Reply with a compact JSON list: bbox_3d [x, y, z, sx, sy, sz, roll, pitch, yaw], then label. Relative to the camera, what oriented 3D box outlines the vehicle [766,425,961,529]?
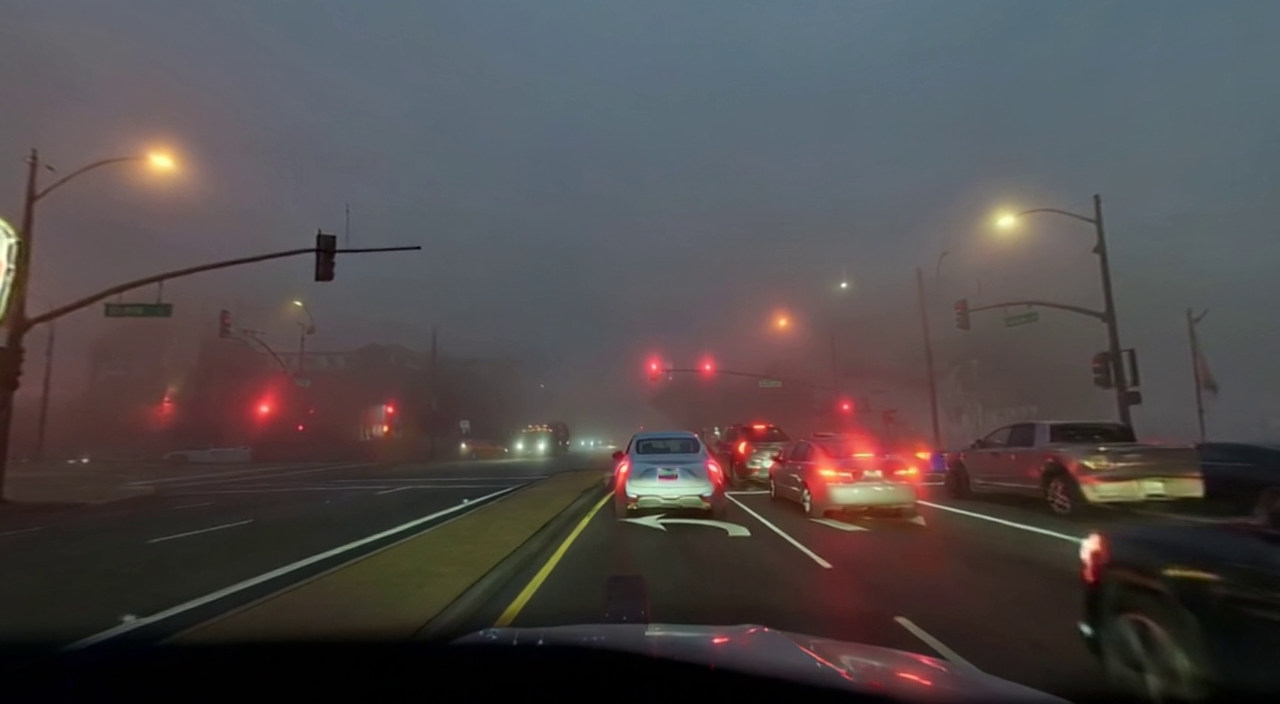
[{"bbox_3d":[3.691,2.144,11.431,1.883,1.480,4.489,0,-8,0],"label":"vehicle"}]

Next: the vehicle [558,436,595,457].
[{"bbox_3d":[-4.795,7.257,48.361,2.200,1.480,4.292,0,-8,2],"label":"vehicle"}]

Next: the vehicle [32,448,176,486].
[{"bbox_3d":[-25.948,5.564,30.733,4.833,1.701,2.077,2,-9,-12],"label":"vehicle"}]

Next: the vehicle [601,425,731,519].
[{"bbox_3d":[0.398,2.218,12.129,2.073,1.496,3.892,0,-8,-1],"label":"vehicle"}]

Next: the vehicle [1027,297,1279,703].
[{"bbox_3d":[3.122,0.544,0.874,2.038,1.787,4.946,0,-8,1],"label":"vehicle"}]

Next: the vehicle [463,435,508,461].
[{"bbox_3d":[-11.519,7.187,47.378,2.122,1.829,4.559,0,-8,1],"label":"vehicle"}]
